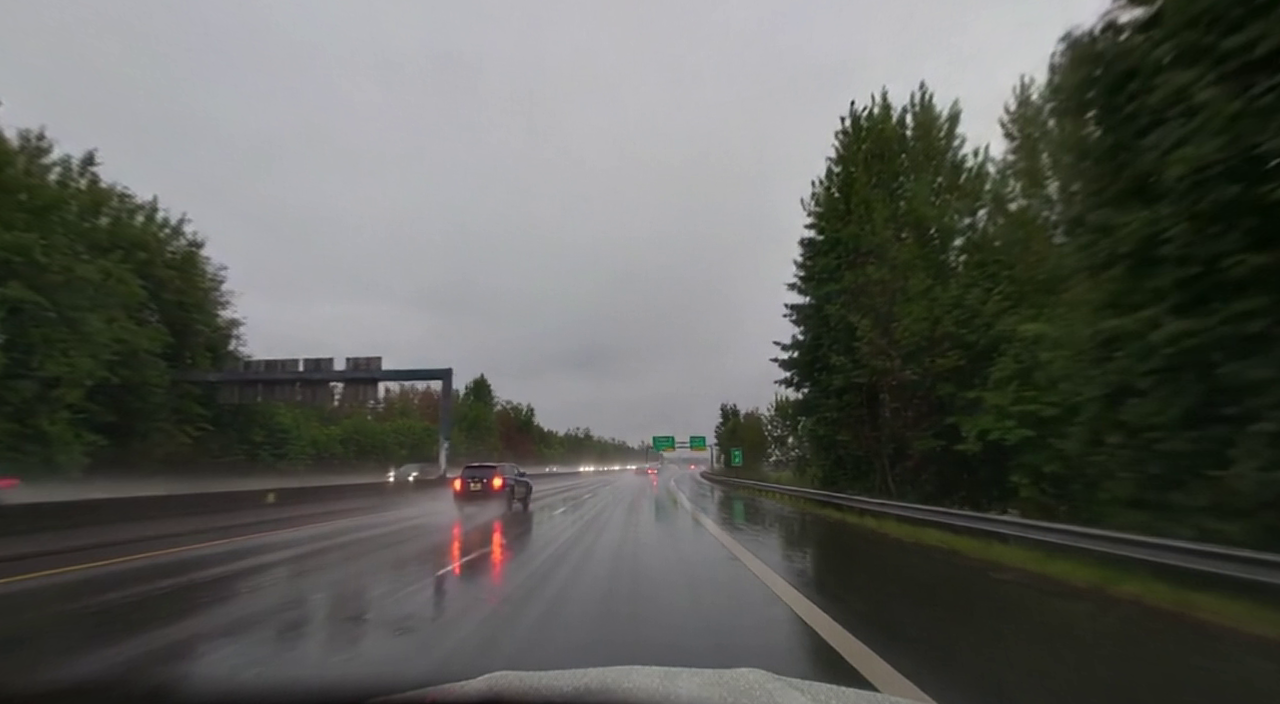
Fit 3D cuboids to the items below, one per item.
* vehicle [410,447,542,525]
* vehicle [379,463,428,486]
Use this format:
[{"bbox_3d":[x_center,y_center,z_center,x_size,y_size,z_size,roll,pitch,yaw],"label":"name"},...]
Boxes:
[{"bbox_3d":[-3.807,3.228,15.478,2.000,1.594,3.996,1,-11,2],"label":"vehicle"},{"bbox_3d":[-17.944,9.326,48.034,1.959,1.669,4.090,1,-11,2],"label":"vehicle"}]
